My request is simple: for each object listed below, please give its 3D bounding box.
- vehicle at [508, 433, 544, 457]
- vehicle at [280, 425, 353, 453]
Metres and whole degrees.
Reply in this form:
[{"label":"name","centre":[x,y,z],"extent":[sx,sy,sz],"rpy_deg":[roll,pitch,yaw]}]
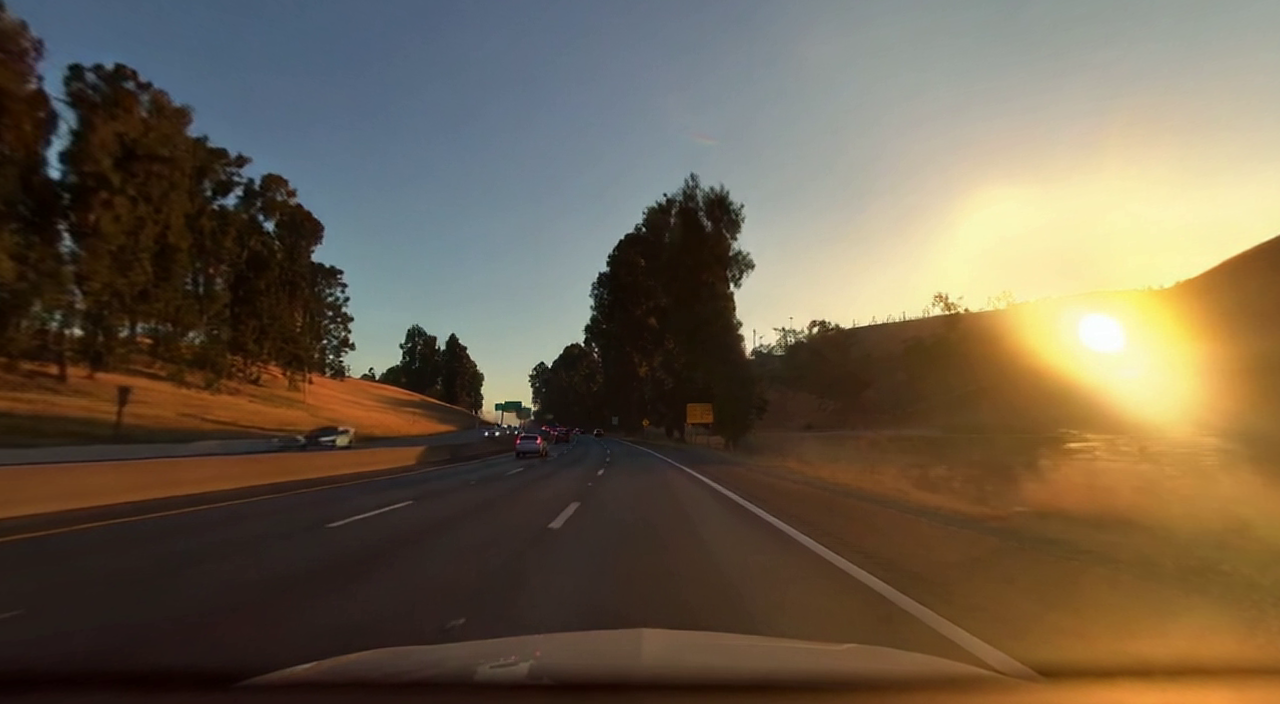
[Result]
[{"label":"vehicle","centre":[-8.083,6.587,44.915],"extent":[1.931,1.608,3.977],"rpy_deg":[0,-8,-2]},{"label":"vehicle","centre":[-22.244,6.056,43.724],"extent":[2.148,1.794,5.793],"rpy_deg":[0,-8,-2]}]
